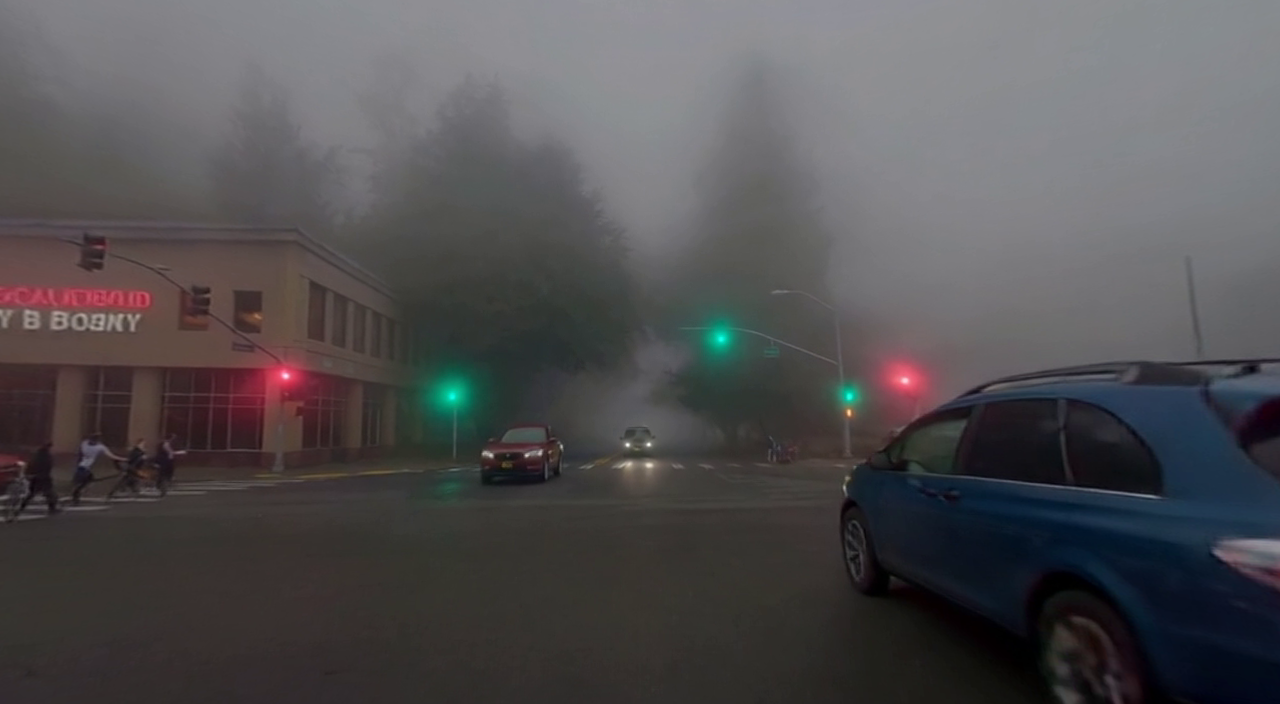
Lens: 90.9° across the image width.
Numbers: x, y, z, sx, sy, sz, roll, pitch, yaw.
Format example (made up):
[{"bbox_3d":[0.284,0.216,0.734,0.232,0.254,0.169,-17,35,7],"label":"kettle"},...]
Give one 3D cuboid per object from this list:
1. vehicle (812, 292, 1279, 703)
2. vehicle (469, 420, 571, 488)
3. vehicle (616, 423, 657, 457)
[{"bbox_3d":[2.859,0.985,4.245,2.048,1.725,4.754,0,-8,0],"label":"vehicle"},{"bbox_3d":[-3.205,2.829,17.723,1.961,1.658,4.064,-1,-8,2],"label":"vehicle"},{"bbox_3d":[-0.238,5.519,39.376,2.390,1.948,5.344,0,-8,-1],"label":"vehicle"}]
